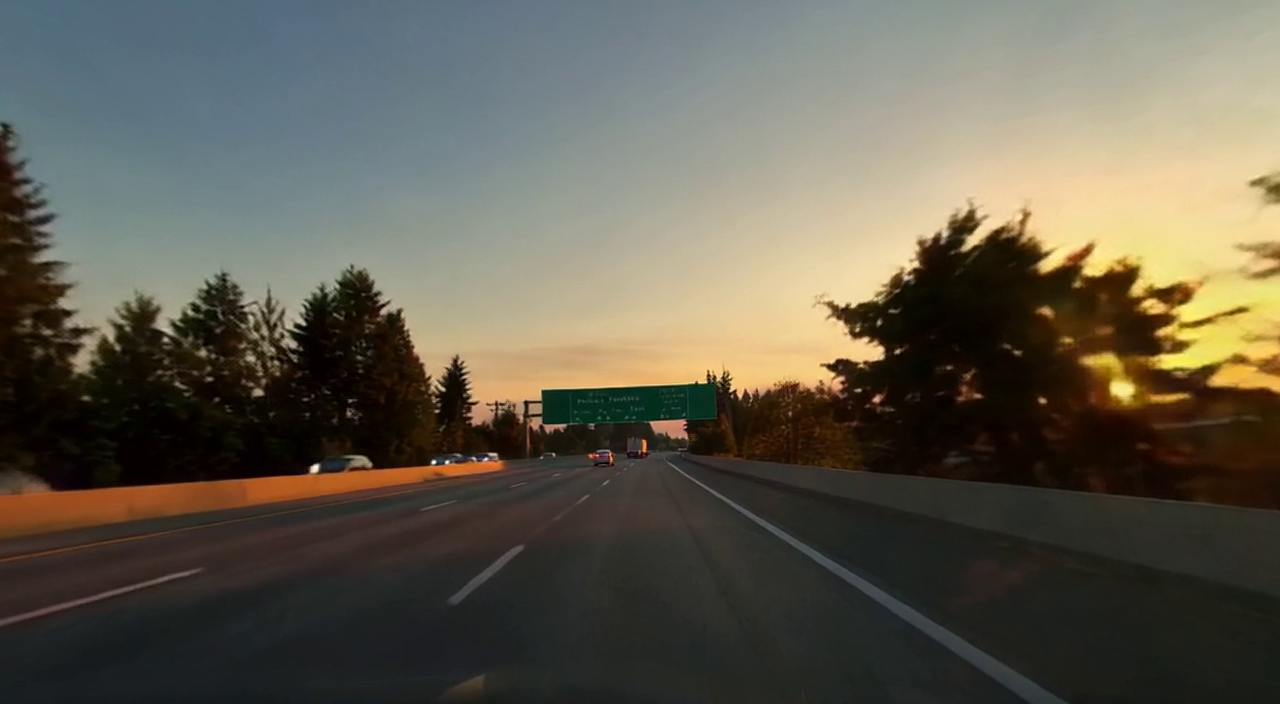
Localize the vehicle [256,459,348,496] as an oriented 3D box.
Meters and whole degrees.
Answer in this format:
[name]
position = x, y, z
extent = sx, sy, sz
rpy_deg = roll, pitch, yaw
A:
[vehicle]
position = -15.231, 5.660, 28.511
extent = 1.880, 1.482, 3.978
rpy_deg = 0, -9, 1
